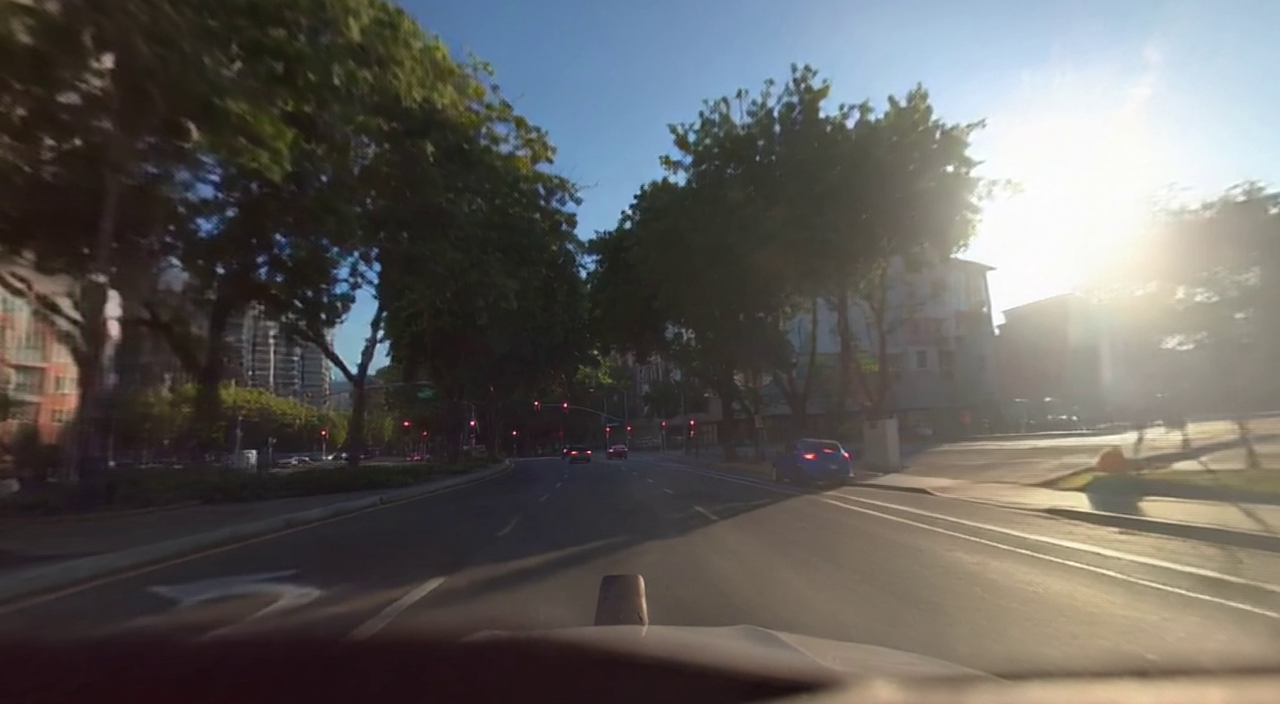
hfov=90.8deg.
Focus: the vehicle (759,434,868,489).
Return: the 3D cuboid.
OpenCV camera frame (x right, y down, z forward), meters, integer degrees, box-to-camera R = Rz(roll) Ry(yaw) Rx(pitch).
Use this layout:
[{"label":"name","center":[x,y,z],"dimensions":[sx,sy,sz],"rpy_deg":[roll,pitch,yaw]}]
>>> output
[{"label":"vehicle","center":[5.690,3.666,21.451],"dimensions":[2.042,1.635,4.858],"rpy_deg":[1,-9,-4]}]
